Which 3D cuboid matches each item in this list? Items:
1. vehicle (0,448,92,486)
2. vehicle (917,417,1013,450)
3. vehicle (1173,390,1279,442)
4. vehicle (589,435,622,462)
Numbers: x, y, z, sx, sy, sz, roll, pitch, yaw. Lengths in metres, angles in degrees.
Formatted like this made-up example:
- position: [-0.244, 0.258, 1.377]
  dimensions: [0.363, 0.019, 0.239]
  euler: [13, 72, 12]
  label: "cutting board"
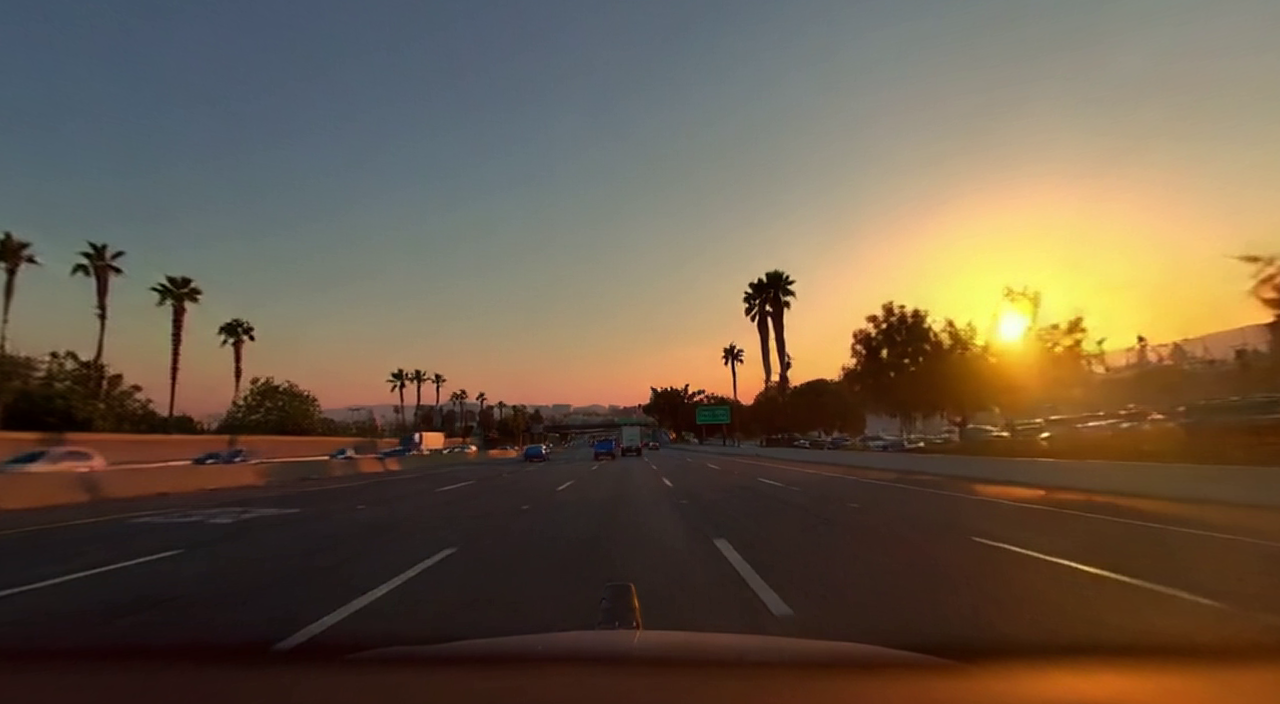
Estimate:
- position: [-29.857, 5.489, 30.537]
  dimensions: [2.081, 1.670, 5.157]
  euler: [0, -9, 0]
  label: "vehicle"
- position: [23.736, 5.989, 46.279]
  dimensions: [5.716, 2.092, 2.177]
  euler: [-2, -11, -4]
  label: "vehicle"
- position: [23.259, 2.390, 23.151]
  dimensions: [5.484, 1.783, 2.076]
  euler: [0, -9, -1]
  label: "vehicle"
- position: [-2.659, 7.638, 49.827]
  dimensions: [2.390, 2.007, 4.901]
  euler: [0, -9, -1]
  label: "vehicle"
